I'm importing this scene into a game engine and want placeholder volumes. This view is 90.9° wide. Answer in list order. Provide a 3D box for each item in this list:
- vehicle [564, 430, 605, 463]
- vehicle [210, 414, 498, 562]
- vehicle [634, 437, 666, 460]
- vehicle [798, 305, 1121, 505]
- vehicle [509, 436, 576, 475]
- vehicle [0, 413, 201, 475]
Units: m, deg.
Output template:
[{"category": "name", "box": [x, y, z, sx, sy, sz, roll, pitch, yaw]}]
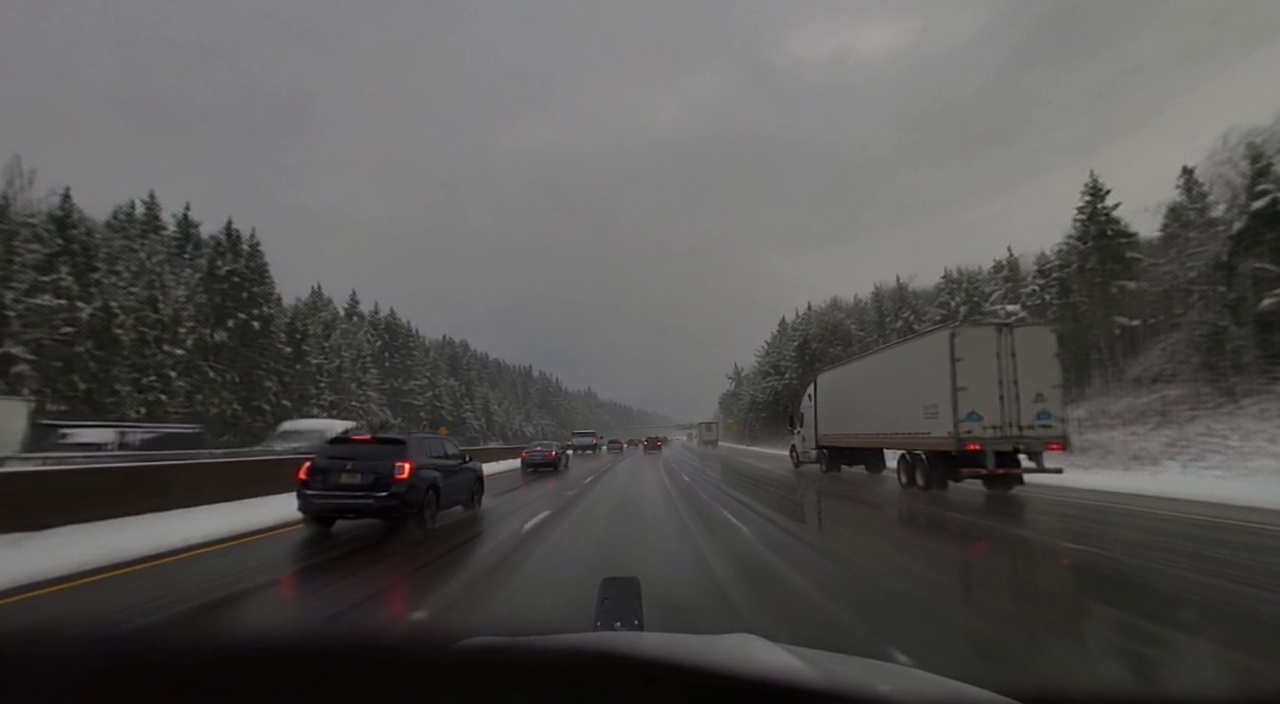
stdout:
[{"category": "vehicle", "box": [-3.300, 5.723, 38.362, 2.064, 1.826, 4.263, 0, -8, 1]}, {"category": "vehicle", "box": [-3.645, 1.790, 9.132, 2.137, 1.618, 4.209, 0, -8, 1]}, {"category": "vehicle", "box": [0.643, 6.456, 42.431, 2.004, 1.465, 3.842, 0, -8, 0]}, {"category": "vehicle", "box": [8.238, 1.981, 19.932, 2.866, 4.100, 14.057, 0, -8, 0]}, {"category": "vehicle", "box": [-3.897, 4.185, 25.881, 2.013, 1.460, 4.027, 0, -8, 1]}, {"category": "vehicle", "box": [-27.712, 4.719, 32.789, 2.707, 2.733, 9.393, 0, -8, 2]}]
